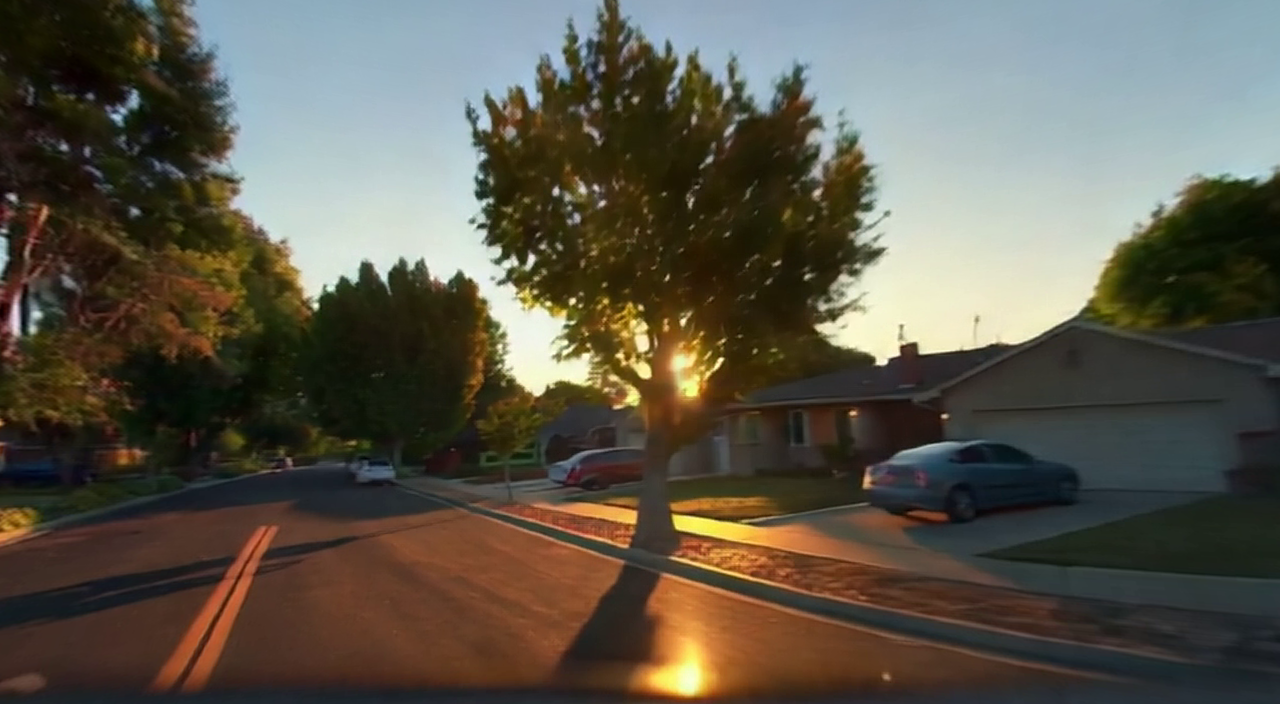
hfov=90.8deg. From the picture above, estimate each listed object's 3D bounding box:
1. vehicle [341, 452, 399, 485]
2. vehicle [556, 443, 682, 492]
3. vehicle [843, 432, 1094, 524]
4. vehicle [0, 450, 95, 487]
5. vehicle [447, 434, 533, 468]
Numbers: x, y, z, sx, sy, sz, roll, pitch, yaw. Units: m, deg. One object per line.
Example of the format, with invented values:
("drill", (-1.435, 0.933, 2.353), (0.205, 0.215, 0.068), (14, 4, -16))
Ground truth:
("vehicle", (-13.640, 5.877, 31.745), (2.009, 1.506, 4.698), (7, -13, -29))
("vehicle", (-0.758, 4.360, 23.628), (4.230, 1.666, 1.978), (6, -12, -26))
("vehicle", (6.421, 2.465, 12.328), (4.569, 1.499, 1.917), (6, -12, -27))
("vehicle", (-31.758, 6.079, 32.937), (4.511, 1.809, 2.018), (6, -13, -27))
("vehicle", (-9.429, 6.231, 39.775), (4.861, 1.911, 2.181), (5, -14, -27))
